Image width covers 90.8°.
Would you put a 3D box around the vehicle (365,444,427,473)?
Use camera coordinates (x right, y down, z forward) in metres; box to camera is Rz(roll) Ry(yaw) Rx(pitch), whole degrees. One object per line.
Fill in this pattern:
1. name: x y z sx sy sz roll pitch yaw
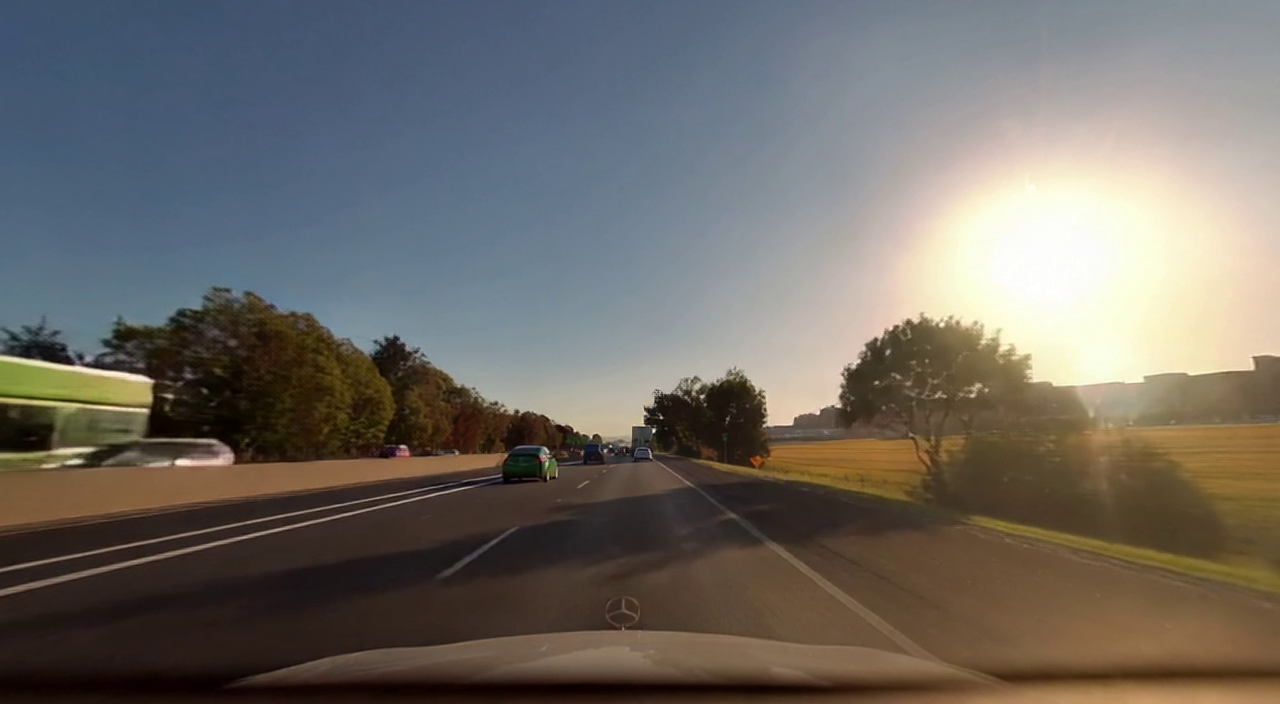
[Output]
1. vehicle: -17.102 7.486 44.498 2.376 1.864 4.898 0 -9 0

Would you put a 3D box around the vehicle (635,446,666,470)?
1. vehicle: 0.673 7.380 44.089 1.992 1.593 3.937 0 -9 -1

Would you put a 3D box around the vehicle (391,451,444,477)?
1. vehicle: -12.561 6.329 35.843 1.718 1.426 3.578 0 -9 0

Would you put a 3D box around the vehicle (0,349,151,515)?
1. vehicle: -17.120 1.581 13.024 2.889 4.027 13.945 0 -9 0

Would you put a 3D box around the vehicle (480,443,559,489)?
1. vehicle: -4.337 4.186 23.437 2.172 1.548 3.953 0 -9 -1
